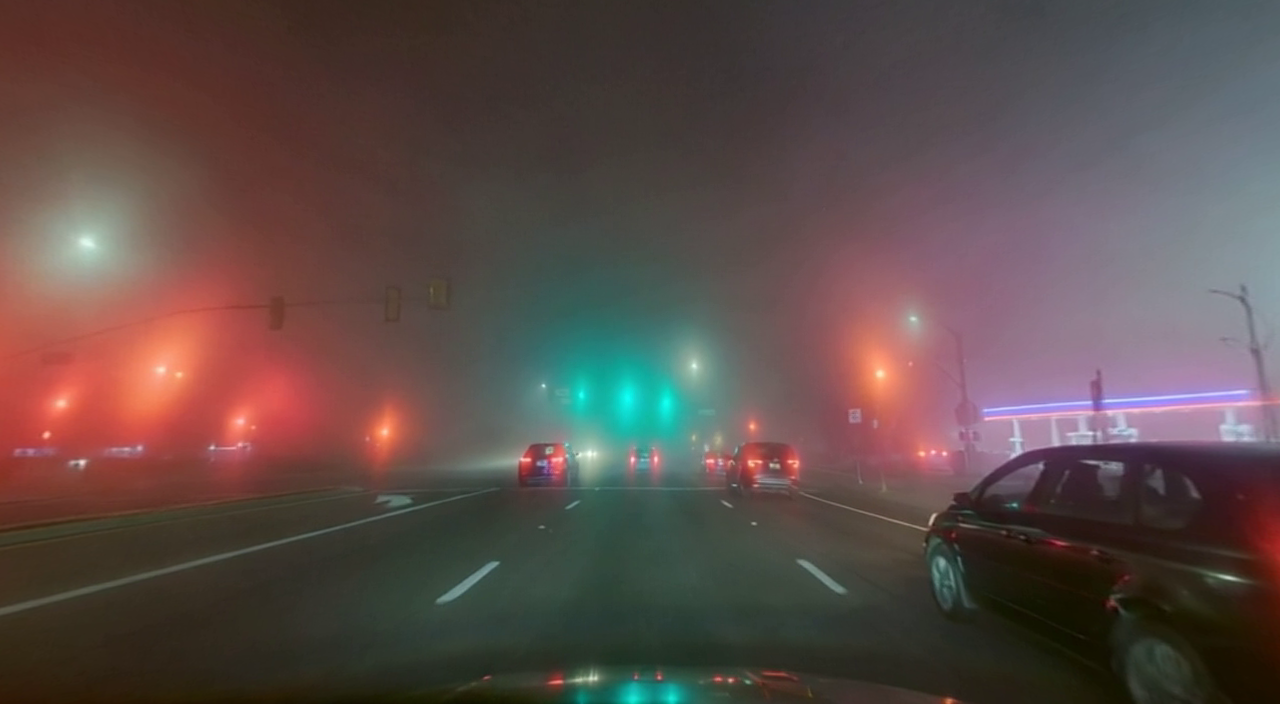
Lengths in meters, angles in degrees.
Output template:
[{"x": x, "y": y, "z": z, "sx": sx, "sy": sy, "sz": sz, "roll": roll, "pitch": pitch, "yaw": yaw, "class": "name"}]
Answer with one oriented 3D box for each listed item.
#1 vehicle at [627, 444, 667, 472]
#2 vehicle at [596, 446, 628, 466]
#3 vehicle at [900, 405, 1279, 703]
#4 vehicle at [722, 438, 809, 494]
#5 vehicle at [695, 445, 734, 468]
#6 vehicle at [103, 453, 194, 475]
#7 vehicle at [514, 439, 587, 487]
[{"x": 0.381, "y": 5.983, "z": 35.777, "sx": 2.104, "sy": 1.477, "sz": 4.591, "roll": 0, "pitch": -8, "yaw": 0, "class": "vehicle"}, {"x": -2.051, "y": 7.821, "z": 47.606, "sx": 2.192, "sy": 1.463, "sz": 4.211, "roll": 0, "pitch": -8, "yaw": 1, "class": "vehicle"}, {"x": 3.596, "y": 1.158, "z": 3.801, "sx": 2.038, "sy": 1.499, "sz": 4.868, "roll": 0, "pitch": -8, "yaw": 1, "class": "vehicle"}, {"x": 4.044, "y": 3.737, "z": 21.065, "sx": 2.022, "sy": 1.683, "sz": 4.171, "roll": 0, "pitch": -8, "yaw": 0, "class": "vehicle"}, {"x": 5.037, "y": 7.115, "z": 42.951, "sx": 2.174, "sy": 1.462, "sz": 4.400, "roll": 0, "pitch": -8, "yaw": 1, "class": "vehicle"}, {"x": -33.926, "y": 7.728, "z": 43.537, "sx": 4.652, "sy": 1.453, "sz": 1.945, "roll": 0, "pitch": -8, "yaw": 1, "class": "vehicle"}, {"x": -3.224, "y": 4.104, "z": 23.575, "sx": 2.023, "sy": 1.607, "sz": 4.086, "roll": 0, "pitch": -8, "yaw": 2, "class": "vehicle"}]
